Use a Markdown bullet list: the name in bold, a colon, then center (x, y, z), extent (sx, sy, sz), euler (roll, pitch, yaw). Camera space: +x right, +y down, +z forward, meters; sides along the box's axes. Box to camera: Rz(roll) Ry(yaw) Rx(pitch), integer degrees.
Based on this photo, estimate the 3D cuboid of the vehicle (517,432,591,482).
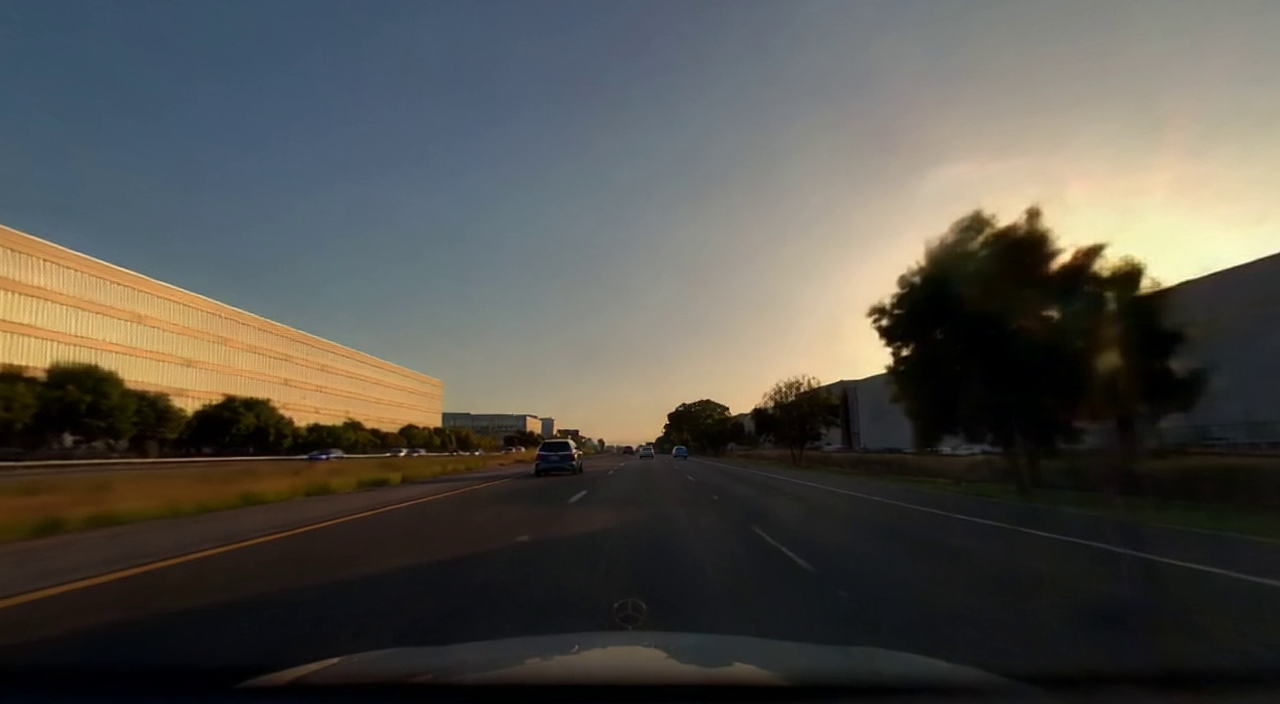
- **vehicle**: center (-3.389, 4.269, 25.865), extent (2.218, 1.850, 4.774), euler (0, -9, 2)
